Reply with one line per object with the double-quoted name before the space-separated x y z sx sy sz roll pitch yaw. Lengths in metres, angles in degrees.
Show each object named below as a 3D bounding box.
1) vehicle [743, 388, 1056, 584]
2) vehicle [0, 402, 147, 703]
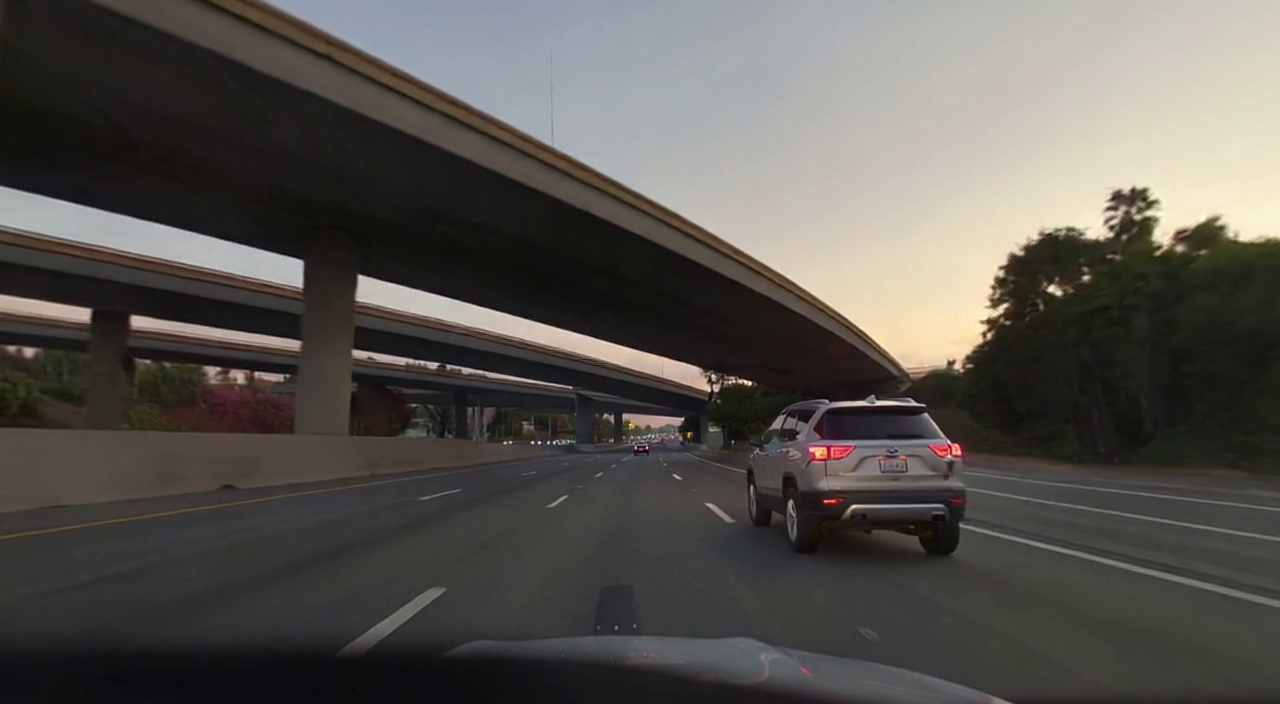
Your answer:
"vehicle" 2.975 1.693 8.789 2.155 1.918 4.945 0 -9 -1
"vehicle" -3.845 0.794 1.516 2.021 1.504 4.054 0 -9 0
